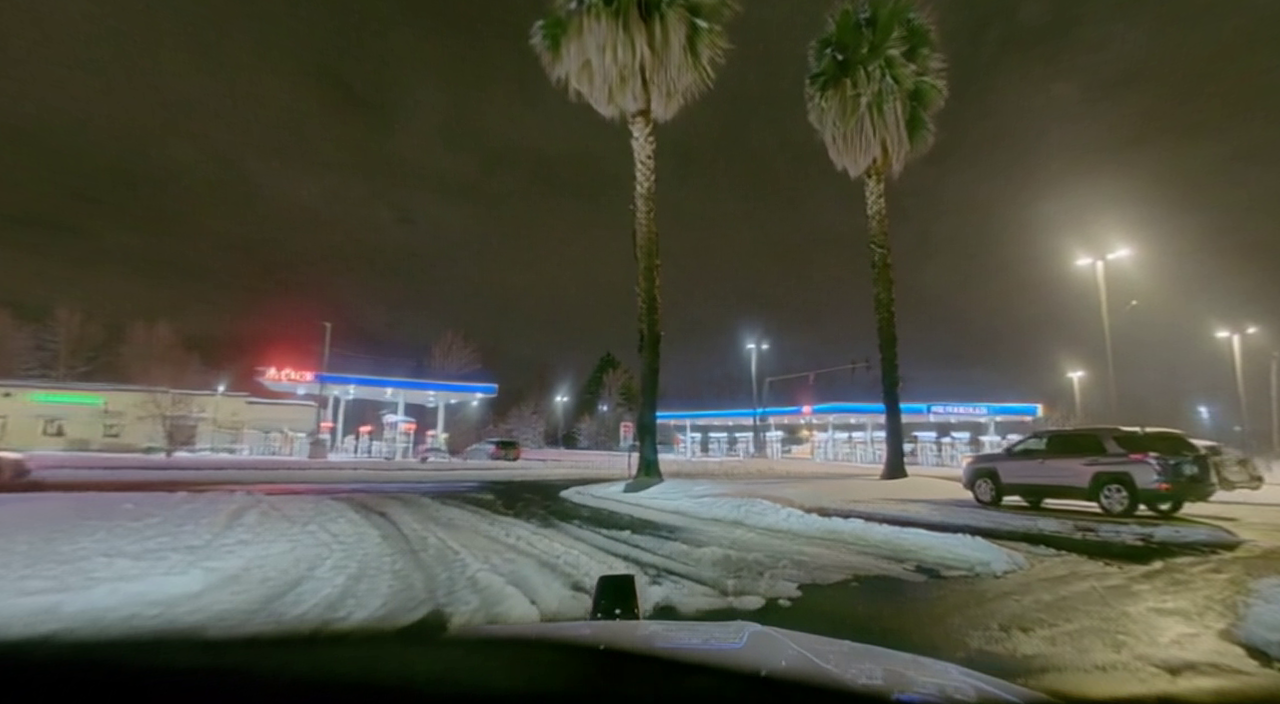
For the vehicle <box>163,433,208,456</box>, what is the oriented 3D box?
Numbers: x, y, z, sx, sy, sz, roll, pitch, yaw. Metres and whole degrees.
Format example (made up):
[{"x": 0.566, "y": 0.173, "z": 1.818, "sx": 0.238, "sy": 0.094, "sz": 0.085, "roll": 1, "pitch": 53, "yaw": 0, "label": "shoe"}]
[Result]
[{"x": -30.501, "y": 6.232, "z": 42.508, "sx": 1.901, "sy": 1.463, "sz": 3.948, "roll": 5, "pitch": -10, "yaw": -29, "label": "vehicle"}]

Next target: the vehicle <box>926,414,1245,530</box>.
[{"x": 8.631, "y": 2.318, "z": 12.801, "sx": 2.028, "sy": 1.850, "sz": 4.731, "roll": 5, "pitch": -10, "yaw": -31, "label": "vehicle"}]
